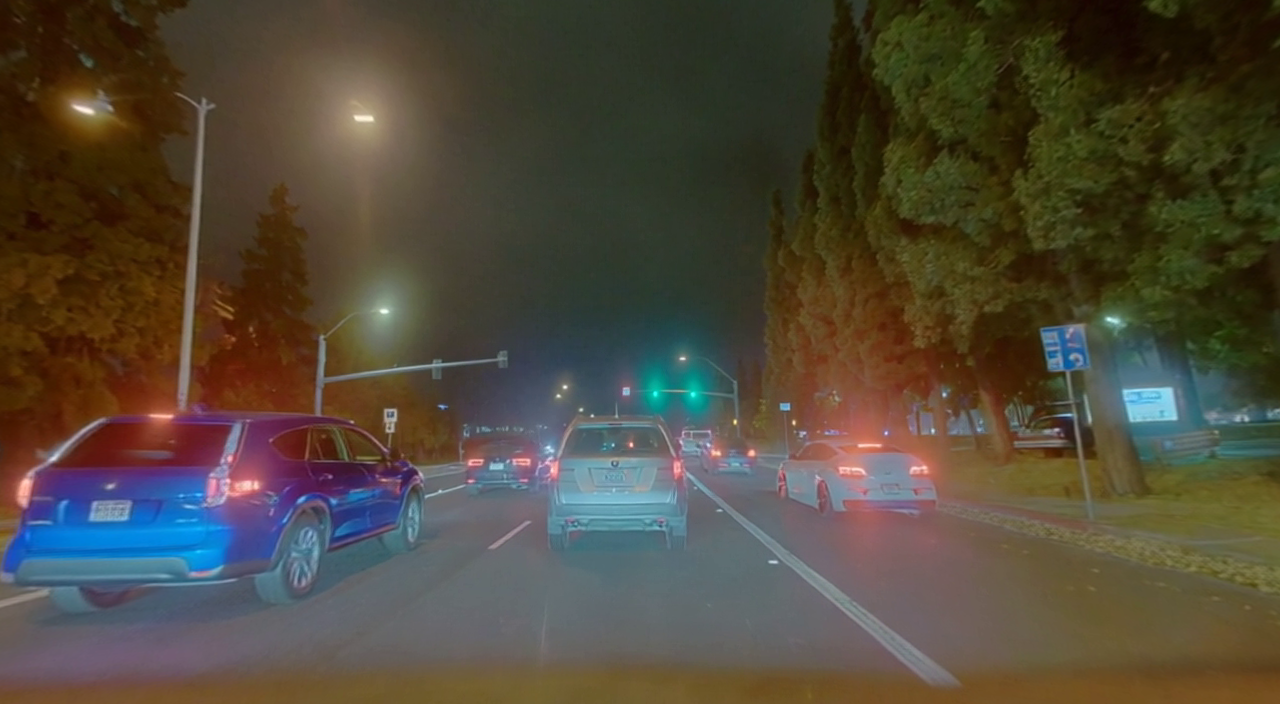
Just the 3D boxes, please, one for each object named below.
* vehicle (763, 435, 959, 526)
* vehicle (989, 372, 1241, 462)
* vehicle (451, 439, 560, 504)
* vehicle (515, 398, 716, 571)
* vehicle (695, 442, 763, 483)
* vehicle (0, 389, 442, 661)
[{"bbox_3d":[4.167,2.489,12.918,2.036,1.480,4.659,0,-8,-4],"label":"vehicle"},{"bbox_3d":[17.860,2.512,24.061,7.314,3.230,2.680,0,-8,-1],"label":"vehicle"},{"bbox_3d":[-3.393,3.094,16.755,1.897,1.479,4.204,0,-8,1],"label":"vehicle"},{"bbox_3d":[-0.246,1.736,9.007,2.132,1.816,4.471,0,-8,0],"label":"vehicle"},{"bbox_3d":[3.382,4.290,24.848,1.996,1.443,4.270,0,-8,-1],"label":"vehicle"},{"bbox_3d":[-3.698,1.413,6.206,2.039,1.709,4.265,0,-8,1],"label":"vehicle"}]
